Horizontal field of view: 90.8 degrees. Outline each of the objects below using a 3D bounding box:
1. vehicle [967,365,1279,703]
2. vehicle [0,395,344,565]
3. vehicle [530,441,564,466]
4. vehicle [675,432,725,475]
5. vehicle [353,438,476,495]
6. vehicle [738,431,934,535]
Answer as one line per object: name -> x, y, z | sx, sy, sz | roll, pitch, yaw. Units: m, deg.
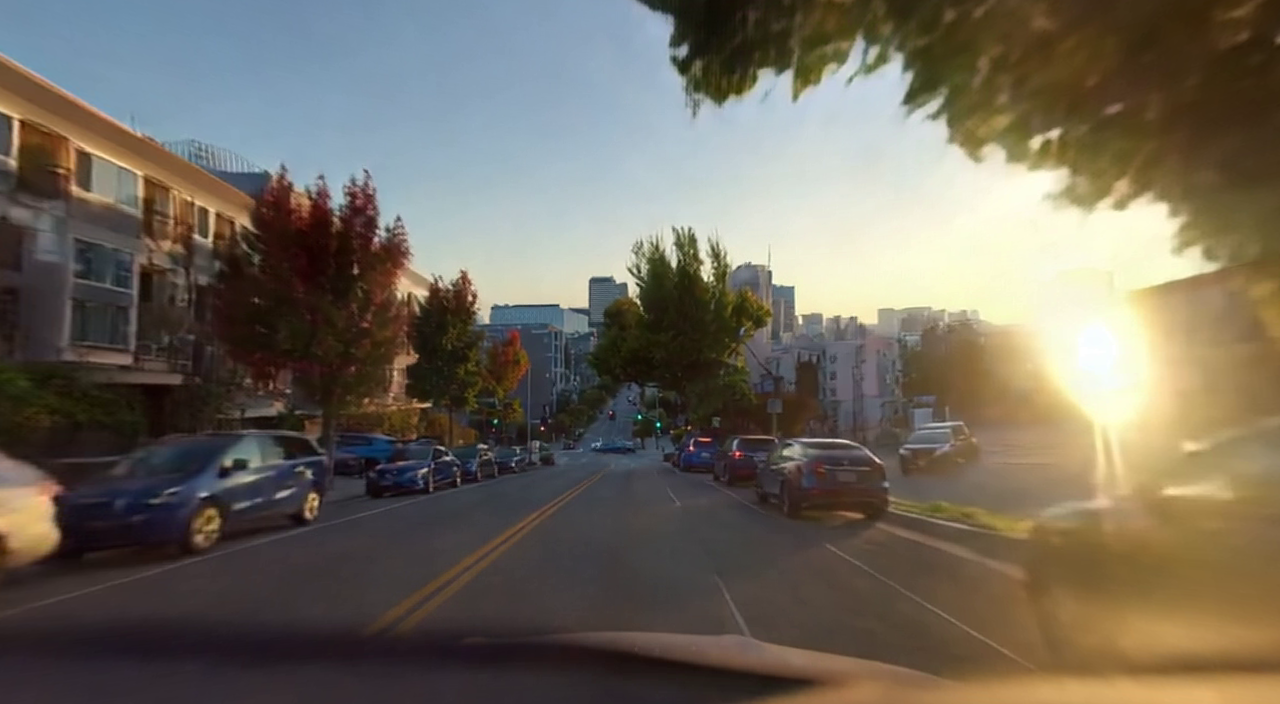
vehicle -> 3.383, 0.919, 2.620 | 1.828, 1.664, 4.035 | 0, -8, -1
vehicle -> -6.693, 1.814, 9.806 | 2.008, 1.969, 4.740 | 0, -8, -2
vehicle -> -6.971, 7.635, 47.861 | 1.893, 1.758, 4.019 | 0, -8, 0
vehicle -> 2.711, 4.668, 29.461 | 1.954, 1.845, 4.682 | 0, -8, 1
vehicle -> -6.622, 3.377, 19.172 | 1.913, 1.479, 4.714 | 0, -8, 1
vehicle -> 3.181, 2.203, 11.483 | 1.908, 1.461, 4.873 | 0, -8, -1
